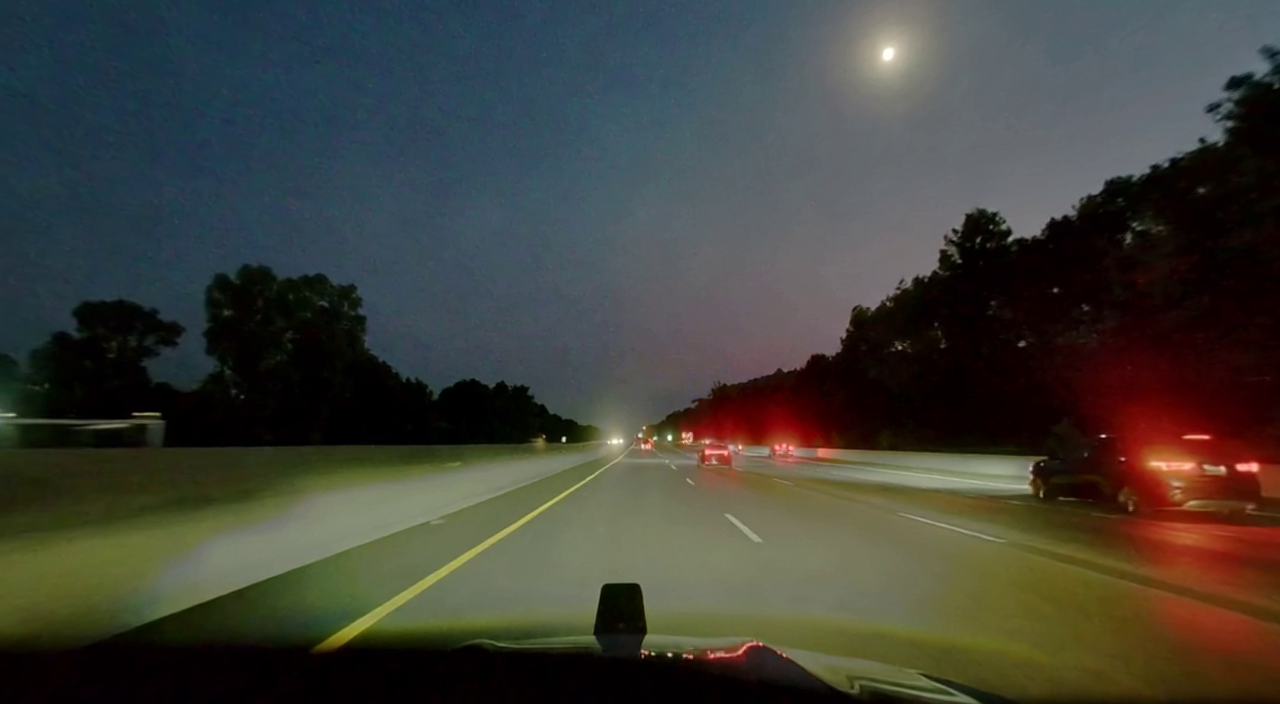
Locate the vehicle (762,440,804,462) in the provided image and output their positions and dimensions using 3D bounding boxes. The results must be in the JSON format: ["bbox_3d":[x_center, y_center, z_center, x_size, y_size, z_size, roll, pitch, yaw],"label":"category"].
[{"bbox_3d":[10.532,7.327,46.767,1.970,1.479,4.480,0,-8,-1],"label":"vehicle"}]

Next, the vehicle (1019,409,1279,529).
[{"bbox_3d":[10.303,2.191,12.474,2.062,1.809,5.679,0,-8,0],"label":"vehicle"}]

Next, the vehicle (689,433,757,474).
[{"bbox_3d":[3.542,4.457,27.793,2.326,1.644,4.206,0,-8,-1],"label":"vehicle"}]

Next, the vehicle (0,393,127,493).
[{"bbox_3d":[-11.106,1.485,10.280,1.884,1.582,4.175,0,-8,1],"label":"vehicle"}]
